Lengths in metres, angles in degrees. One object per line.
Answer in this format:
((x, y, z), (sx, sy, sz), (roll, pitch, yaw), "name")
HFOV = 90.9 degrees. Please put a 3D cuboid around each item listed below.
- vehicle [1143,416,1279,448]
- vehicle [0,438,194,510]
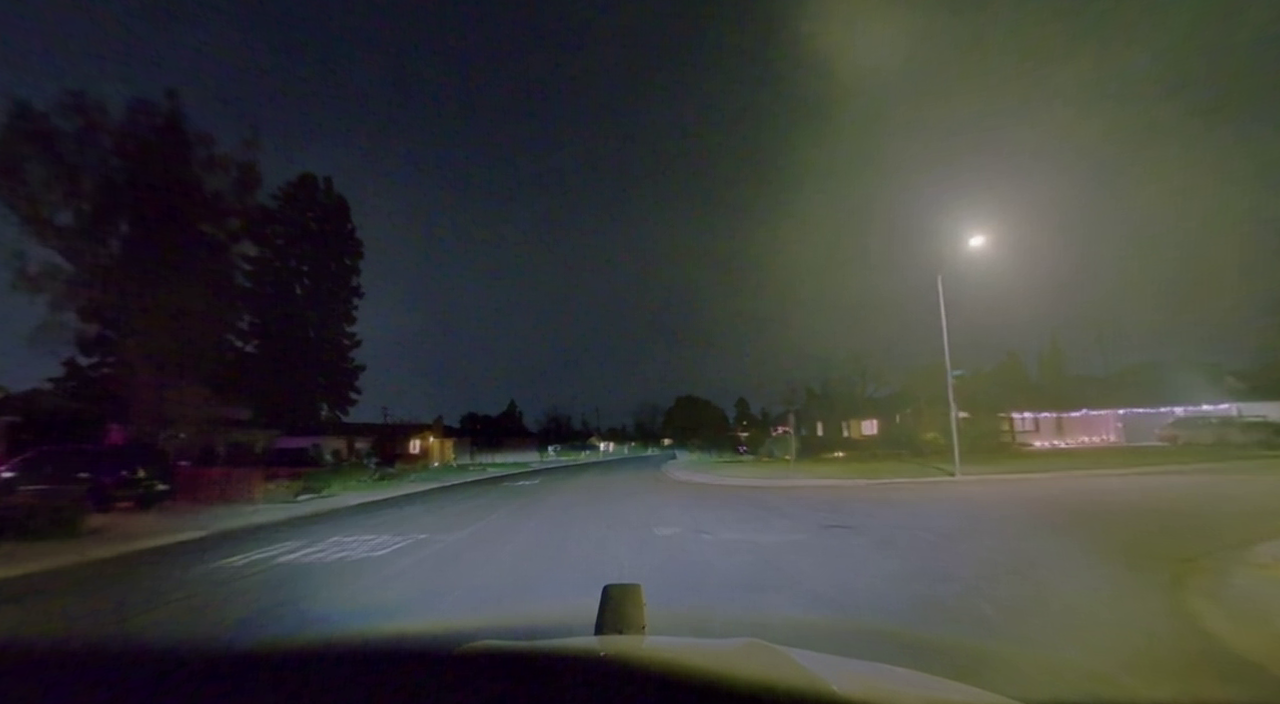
((27.766, 3.975, 30.846), (1.845, 1.450, 4.991), (1, -8, -6), "vehicle")
((-15.188, 3.201, 16.822), (4.837, 1.785, 2.115), (0, -8, -3), "vehicle")
